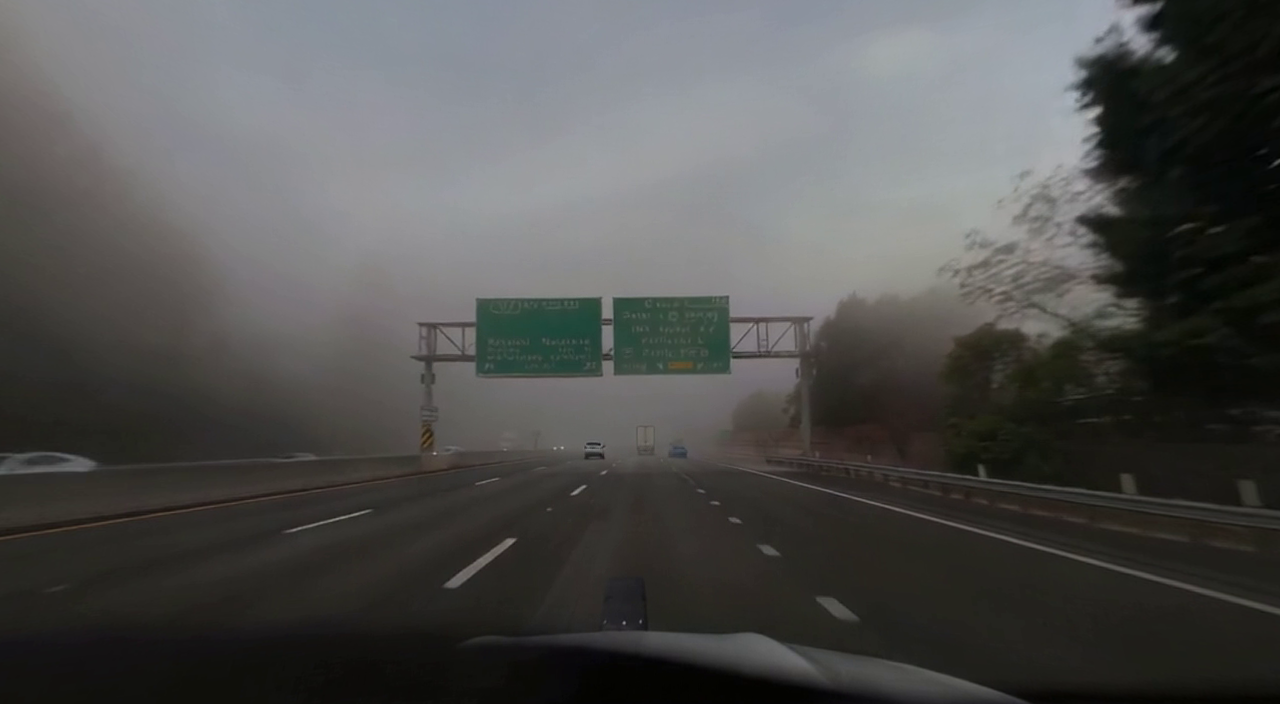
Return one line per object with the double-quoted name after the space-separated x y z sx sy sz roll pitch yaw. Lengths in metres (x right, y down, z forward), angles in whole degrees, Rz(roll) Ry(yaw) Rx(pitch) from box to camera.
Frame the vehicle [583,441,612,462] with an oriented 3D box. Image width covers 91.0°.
-3.207 7.625 48.234 1.996 1.521 3.912 0 -8 0 "vehicle"
